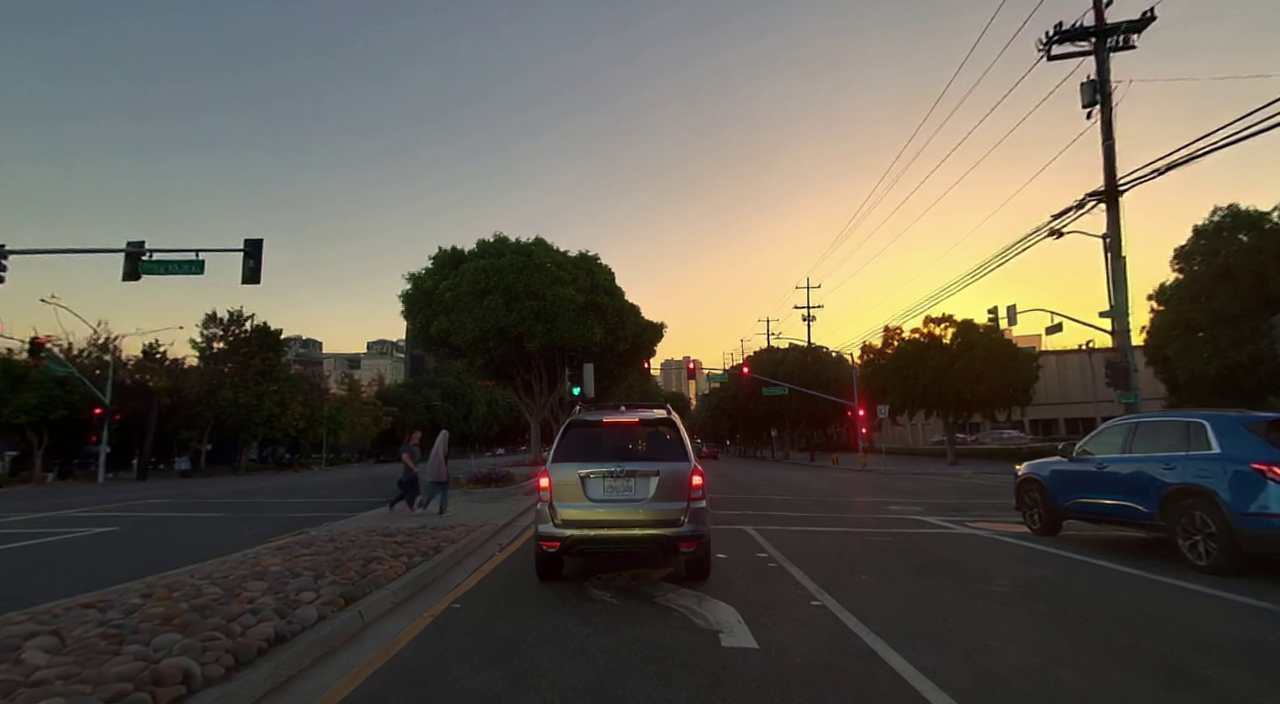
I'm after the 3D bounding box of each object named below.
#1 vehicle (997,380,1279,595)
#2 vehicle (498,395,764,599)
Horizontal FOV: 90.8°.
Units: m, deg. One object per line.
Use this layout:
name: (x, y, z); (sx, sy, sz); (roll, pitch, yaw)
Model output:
vehicle: (6.572, 1.433, 7.235); (2.119, 1.827, 4.806); (0, -9, 0)
vehicle: (-0.111, 1.567, 7.642); (2.285, 1.729, 4.252); (0, -9, -1)
